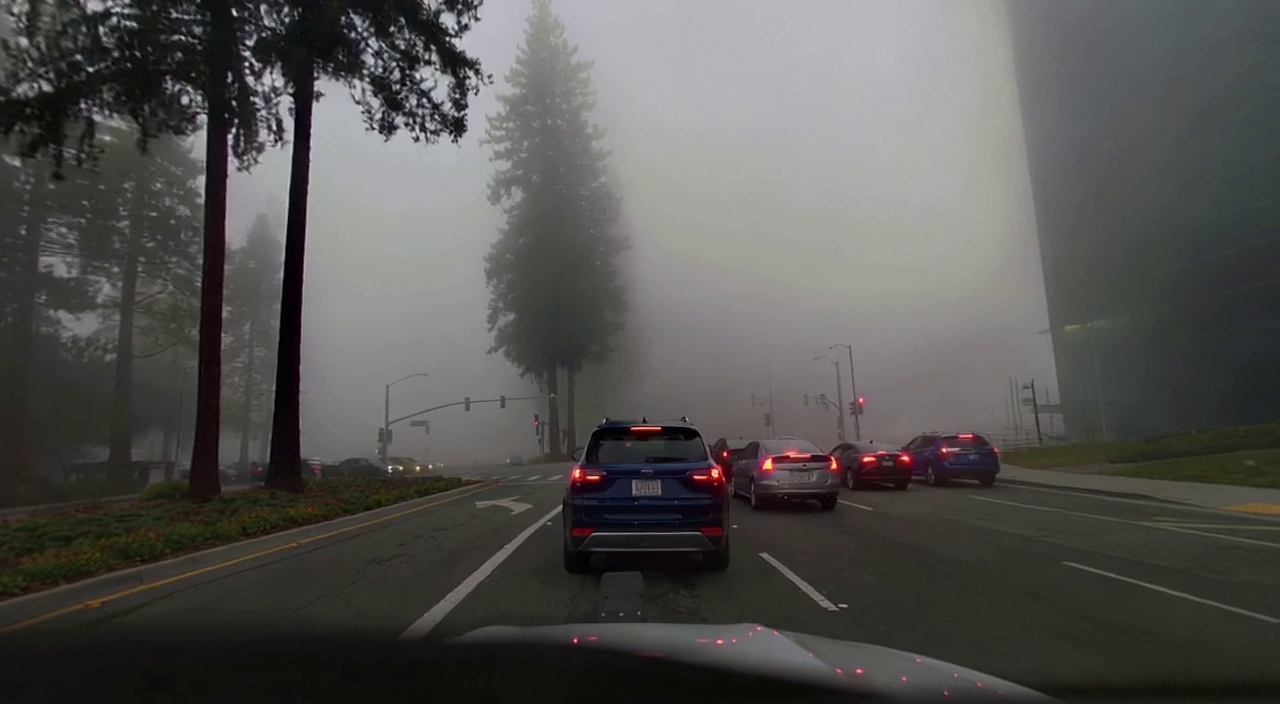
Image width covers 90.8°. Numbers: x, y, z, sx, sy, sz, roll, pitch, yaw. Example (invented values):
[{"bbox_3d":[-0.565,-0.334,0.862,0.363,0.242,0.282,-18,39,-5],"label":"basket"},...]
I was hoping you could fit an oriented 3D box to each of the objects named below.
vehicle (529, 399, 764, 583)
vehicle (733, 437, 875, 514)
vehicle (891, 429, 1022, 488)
[{"bbox_3d":[0.058,1.659,8.261,2.266,1.762,4.131,0,-9,0],"label":"vehicle"},{"bbox_3d":[3.492,2.718,14.418,1.997,1.471,4.321,0,-9,-1],"label":"vehicle"},{"bbox_3d":[10.854,3.697,22.133,2.123,1.812,4.553,0,-9,-1],"label":"vehicle"}]
